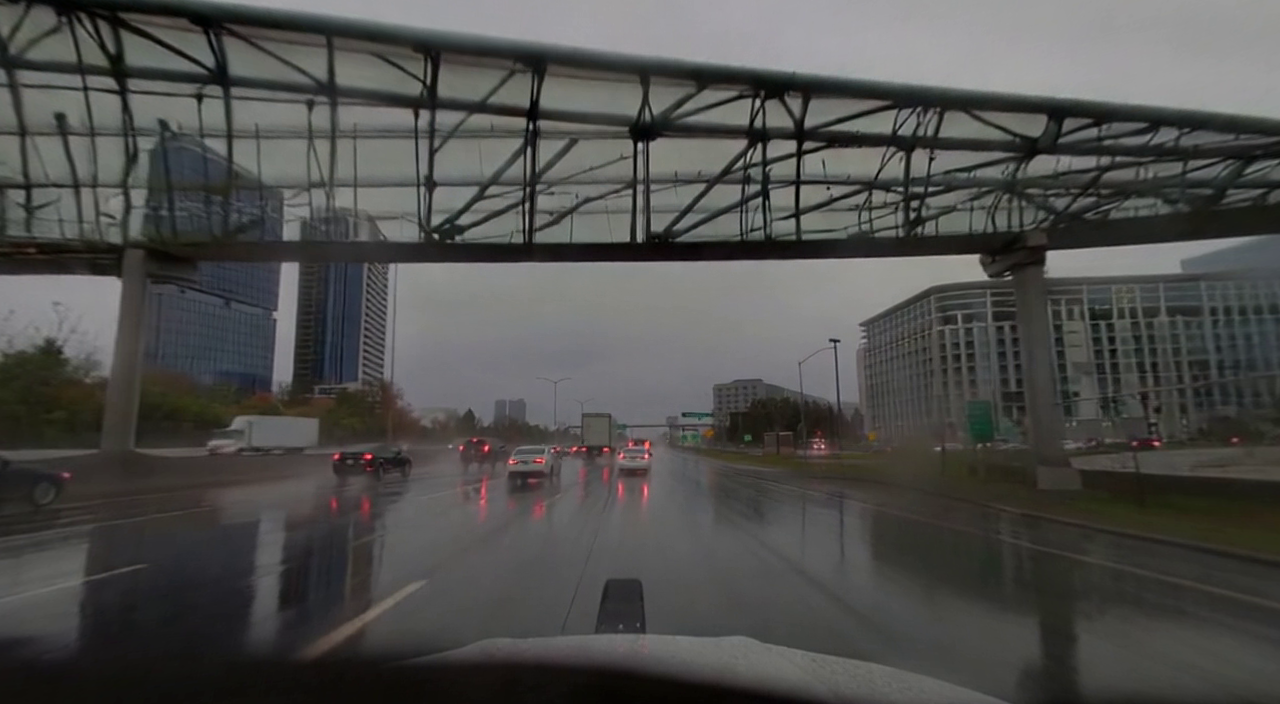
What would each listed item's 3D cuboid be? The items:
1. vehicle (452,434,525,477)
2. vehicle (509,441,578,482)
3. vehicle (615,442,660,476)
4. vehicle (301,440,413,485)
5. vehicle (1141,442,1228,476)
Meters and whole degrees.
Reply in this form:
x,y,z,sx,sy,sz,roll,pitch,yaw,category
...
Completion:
x,y,z,sx,sy,sz,roll,pitch,yaw,category
-6.980,4.828,29.622,2.190,1.821,4.800,0,-8,1,vehicle
-3.762,4.361,25.363,2.016,1.497,4.235,0,-8,1,vehicle
-0.120,5.067,29.960,1.991,1.488,3.922,0,-8,0,vehicle
-10.517,4.119,23.849,1.987,1.495,4.710,0,-8,1,vehicle
26.718,5.224,31.073,2.059,1.507,4.352,-4,-9,25,vehicle
